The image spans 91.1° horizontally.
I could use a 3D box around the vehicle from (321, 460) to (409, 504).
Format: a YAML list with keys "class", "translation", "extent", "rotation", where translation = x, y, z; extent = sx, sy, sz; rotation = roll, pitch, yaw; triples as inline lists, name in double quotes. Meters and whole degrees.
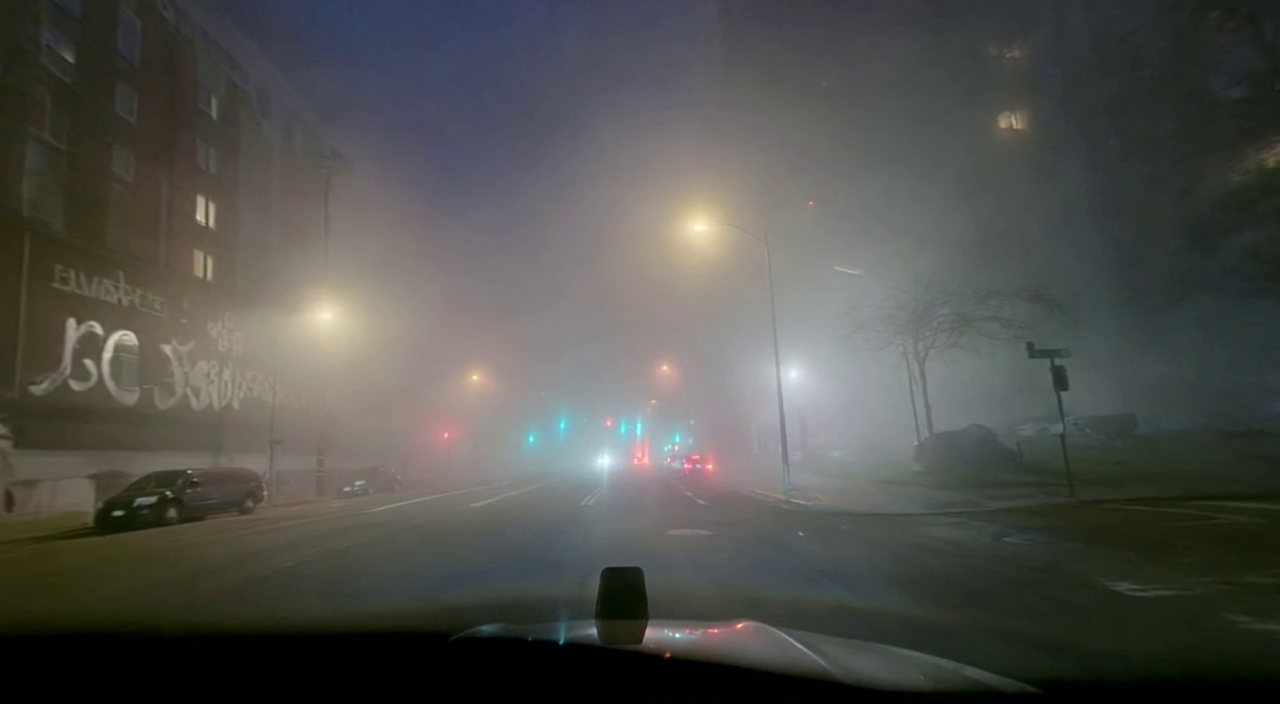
- class: "vehicle"
  translation: [-15.250, 7.181, 35.213]
  extent: [2.048, 1.814, 5.998]
  rotation: [-8, -9, 1]

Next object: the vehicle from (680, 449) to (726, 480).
- class: "vehicle"
  translation: [3.360, 6.105, 34.221]
  extent: [2.062, 1.535, 4.206]
  rotation: [0, -9, 0]

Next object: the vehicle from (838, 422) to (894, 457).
- class: "vehicle"
  translation: [15.628, 6.113, 43.696]
  extent: [1.969, 2.282, 4.731]
  rotation: [0, -9, -2]

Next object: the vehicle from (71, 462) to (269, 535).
- class: "vehicle"
  translation: [-15.243, 4.719, 20.956]
  extent: [2.107, 1.914, 5.567]
  rotation: [0, -9, 3]

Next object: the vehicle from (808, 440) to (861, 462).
- class: "vehicle"
  translation: [13.302, 6.817, 43.254]
  extent: [1.819, 1.450, 4.707]
  rotation: [1, -9, -5]

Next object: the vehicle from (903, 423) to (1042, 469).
- class: "vehicle"
  translation: [12.469, 3.530, 23.656]
  extent: [4.312, 1.578, 2.006]
  rotation: [-6, -10, 34]

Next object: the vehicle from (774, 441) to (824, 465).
- class: "vehicle"
  translation: [10.973, 6.988, 43.604]
  extent: [1.956, 1.514, 4.862]
  rotation: [0, -9, -3]
